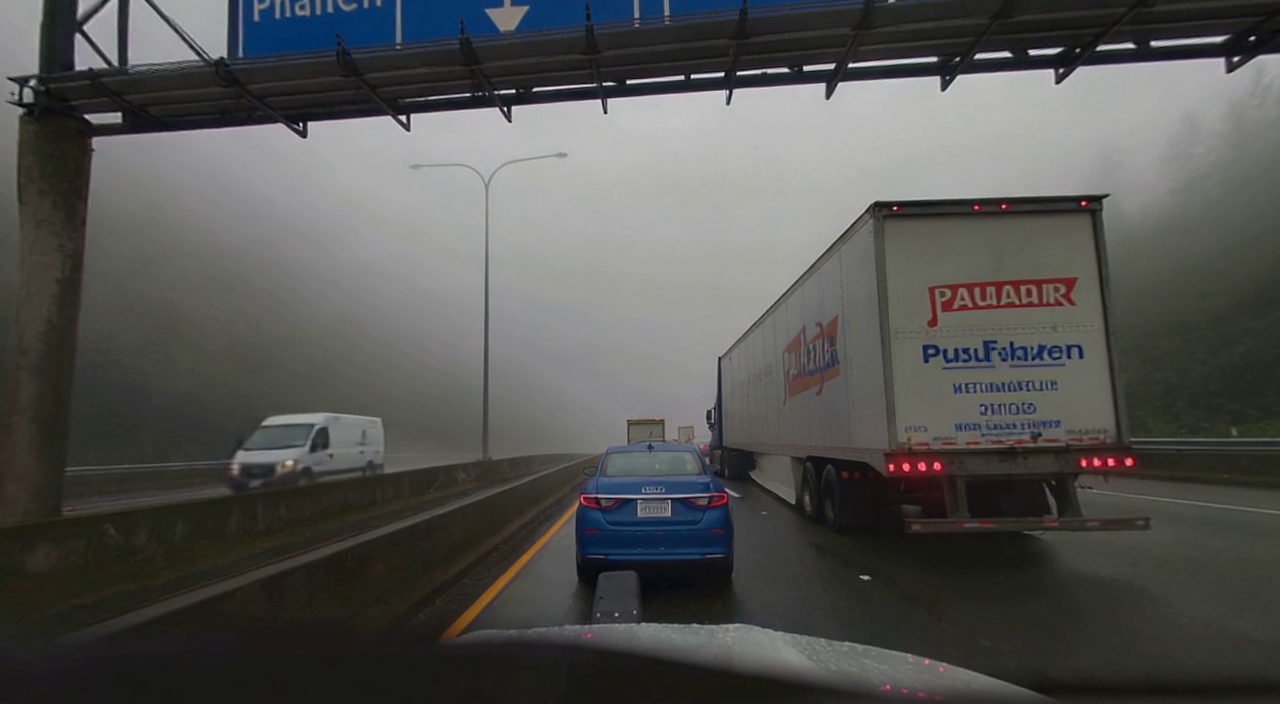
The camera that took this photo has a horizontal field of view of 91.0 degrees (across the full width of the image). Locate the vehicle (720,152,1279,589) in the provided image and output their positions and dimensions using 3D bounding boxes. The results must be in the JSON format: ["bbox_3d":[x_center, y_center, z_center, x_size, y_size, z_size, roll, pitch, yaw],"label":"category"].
[{"bbox_3d":[4.197,1.067,12.962,2.827,4.081,14.305,0,-8,-2],"label":"vehicle"}]

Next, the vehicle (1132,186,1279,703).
[{"bbox_3d":[4.730,0.116,0.643,2.892,2.615,6.650,0,-8,-2],"label":"vehicle"}]

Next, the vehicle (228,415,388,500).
[{"bbox_3d":[-12.360,3.971,24.247,2.524,2.800,6.564,-1,-8,1],"label":"vehicle"}]

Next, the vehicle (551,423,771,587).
[{"bbox_3d":[0.180,1.681,7.712,2.045,1.490,3.597,-1,-8,0],"label":"vehicle"}]
